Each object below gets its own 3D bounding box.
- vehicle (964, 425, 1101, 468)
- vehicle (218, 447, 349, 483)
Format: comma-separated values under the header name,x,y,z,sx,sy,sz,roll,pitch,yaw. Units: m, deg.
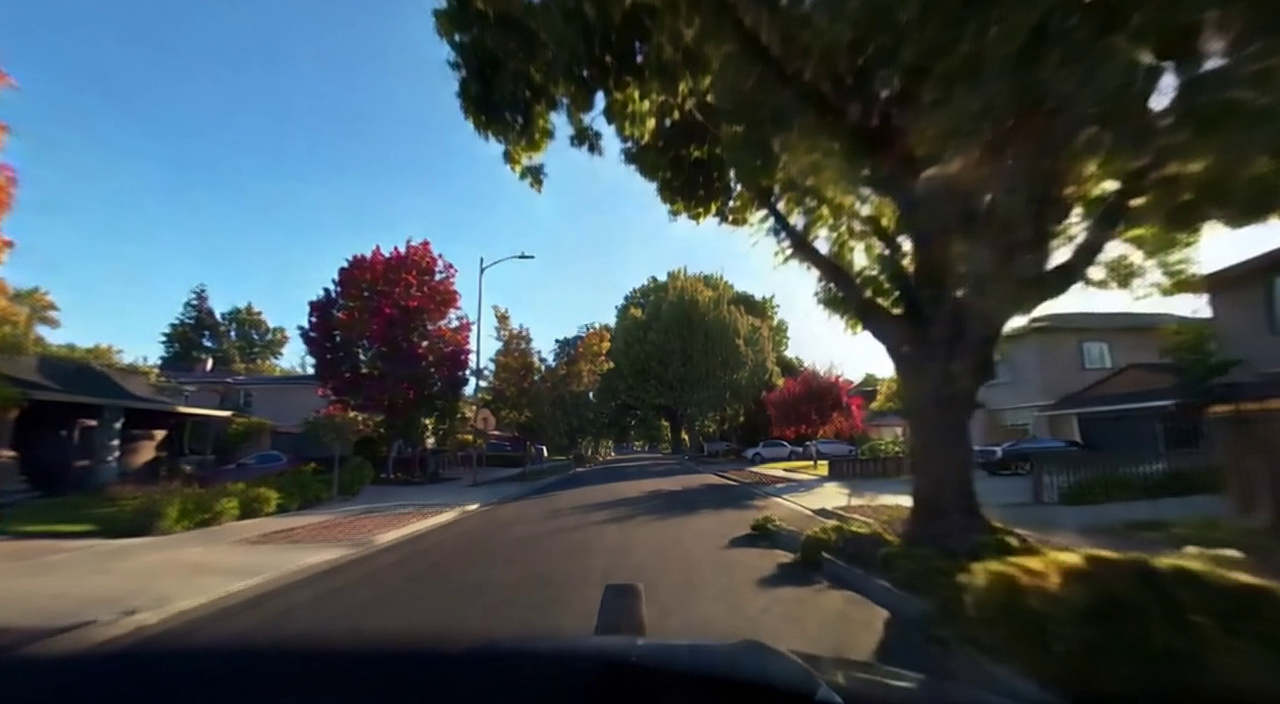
name,x,y,z,sx,sy,sz,roll,pitch,yaw
vehicle,16.444,3.982,26.633,4.495,1.724,1.943,0,-9,-4
vehicle,-14.287,4.541,25.495,4.138,1.355,1.808,0,-9,0
